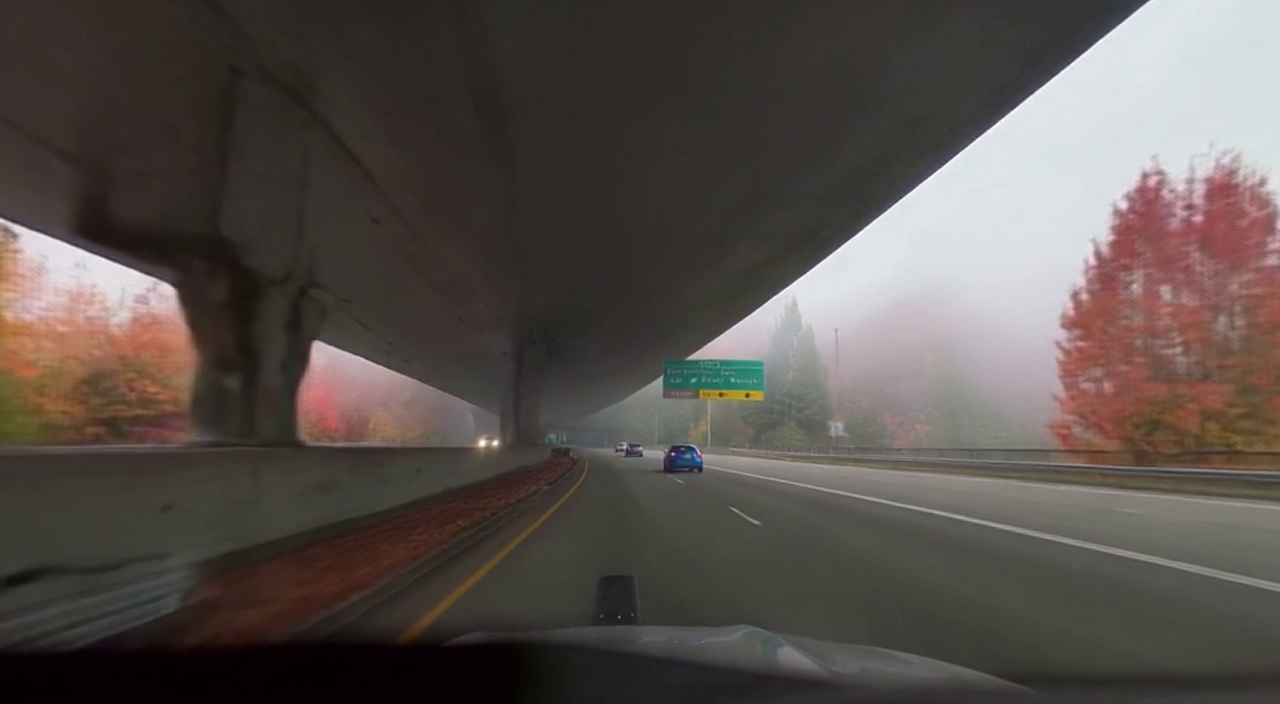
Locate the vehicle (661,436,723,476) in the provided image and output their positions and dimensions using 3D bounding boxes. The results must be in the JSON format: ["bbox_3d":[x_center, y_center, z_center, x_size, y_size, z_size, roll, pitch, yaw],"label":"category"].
[{"bbox_3d":[2.275,4.777,28.911,2.337,1.633,4.222,0,-9,-2],"label":"vehicle"}]
